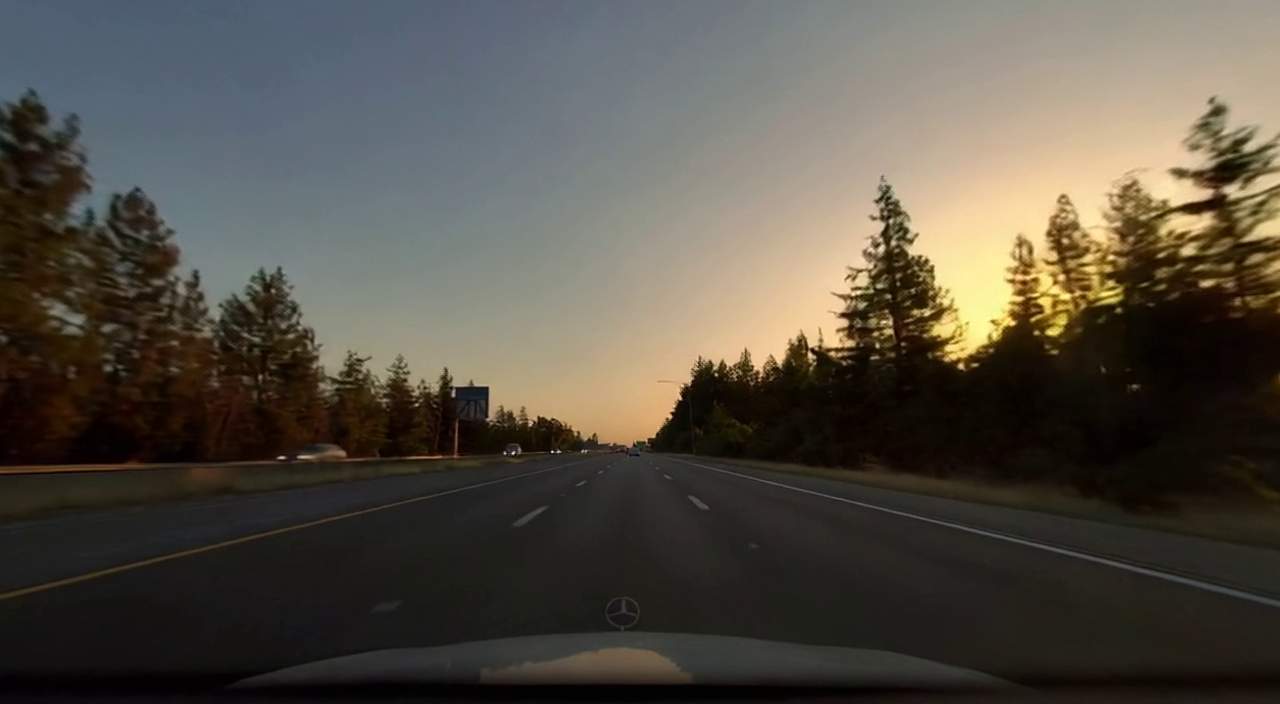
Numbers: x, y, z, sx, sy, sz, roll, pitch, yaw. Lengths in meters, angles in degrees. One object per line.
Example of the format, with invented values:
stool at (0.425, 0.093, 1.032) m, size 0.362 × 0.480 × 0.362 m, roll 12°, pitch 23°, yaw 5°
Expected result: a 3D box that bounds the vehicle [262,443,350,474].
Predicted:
vehicle at (-17.783, 5.681, 33.897) m, size 2.041 × 1.527 × 4.864 m, roll 0°, pitch -9°, yaw 0°
